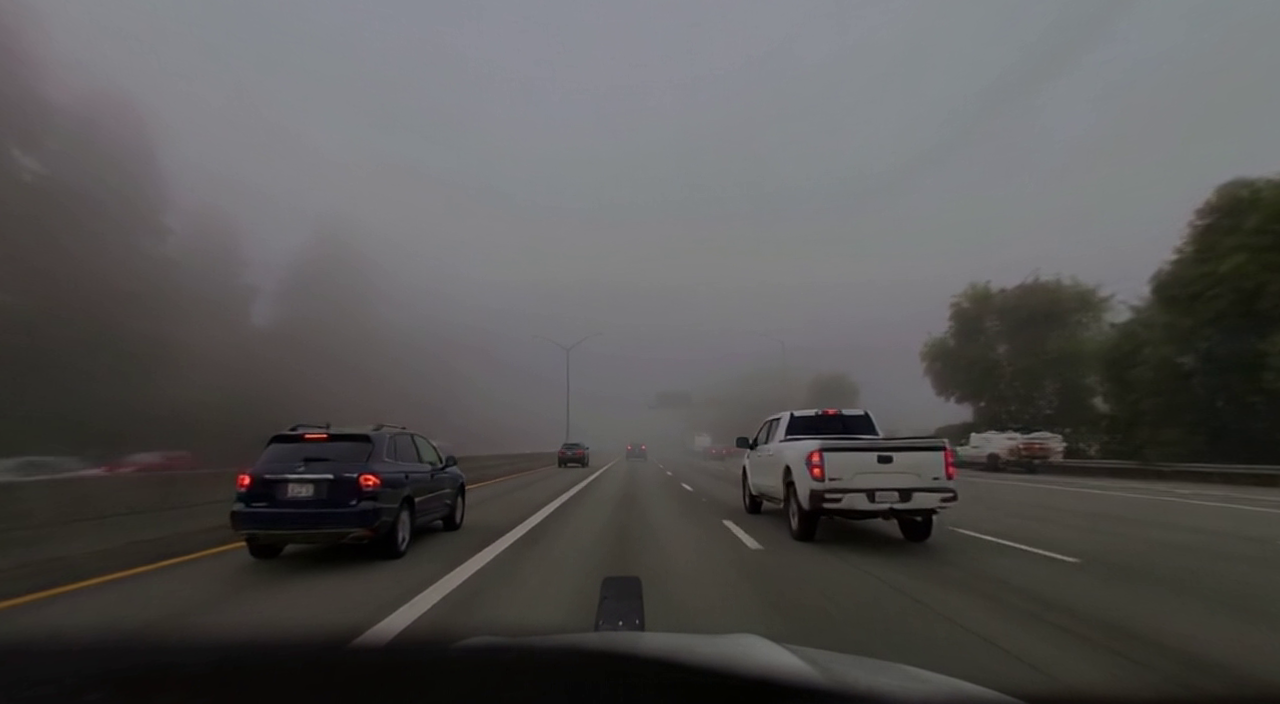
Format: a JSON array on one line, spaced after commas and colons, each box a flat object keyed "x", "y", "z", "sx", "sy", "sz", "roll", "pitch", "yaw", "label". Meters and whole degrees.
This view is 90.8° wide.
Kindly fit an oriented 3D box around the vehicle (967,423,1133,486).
[{"x": 13.151, "y": 3.332, "z": 20.751, "sx": 2.076, "sy": 1.799, "sz": 4.871, "roll": 0, "pitch": -8, "yaw": -1, "label": "vehicle"}]

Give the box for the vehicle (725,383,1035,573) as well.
[{"x": 2.755, "y": 1.659, "z": 9.138, "sx": 2.200, "sy": 1.870, "sz": 5.649, "roll": 0, "pitch": -8, "yaw": -1, "label": "vehicle"}]

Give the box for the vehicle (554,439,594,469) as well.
[{"x": -3.913, "y": 6.113, "z": 38.026, "sx": 1.992, "sy": 1.651, "sz": 4.185, "roll": 0, "pitch": -8, "yaw": 0, "label": "vehicle"}]

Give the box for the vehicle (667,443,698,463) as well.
[{"x": 3.267, "y": 7.773, "z": 48.941, "sx": 2.007, "sy": 1.469, "sz": 4.337, "roll": 0, "pitch": -8, "yaw": -1, "label": "vehicle"}]

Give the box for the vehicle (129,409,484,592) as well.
[{"x": -3.592, "y": 1.679, "z": 8.016, "sx": 2.119, "sy": 1.654, "sz": 4.353, "roll": 0, "pitch": -8, "yaw": 0, "label": "vehicle"}]
